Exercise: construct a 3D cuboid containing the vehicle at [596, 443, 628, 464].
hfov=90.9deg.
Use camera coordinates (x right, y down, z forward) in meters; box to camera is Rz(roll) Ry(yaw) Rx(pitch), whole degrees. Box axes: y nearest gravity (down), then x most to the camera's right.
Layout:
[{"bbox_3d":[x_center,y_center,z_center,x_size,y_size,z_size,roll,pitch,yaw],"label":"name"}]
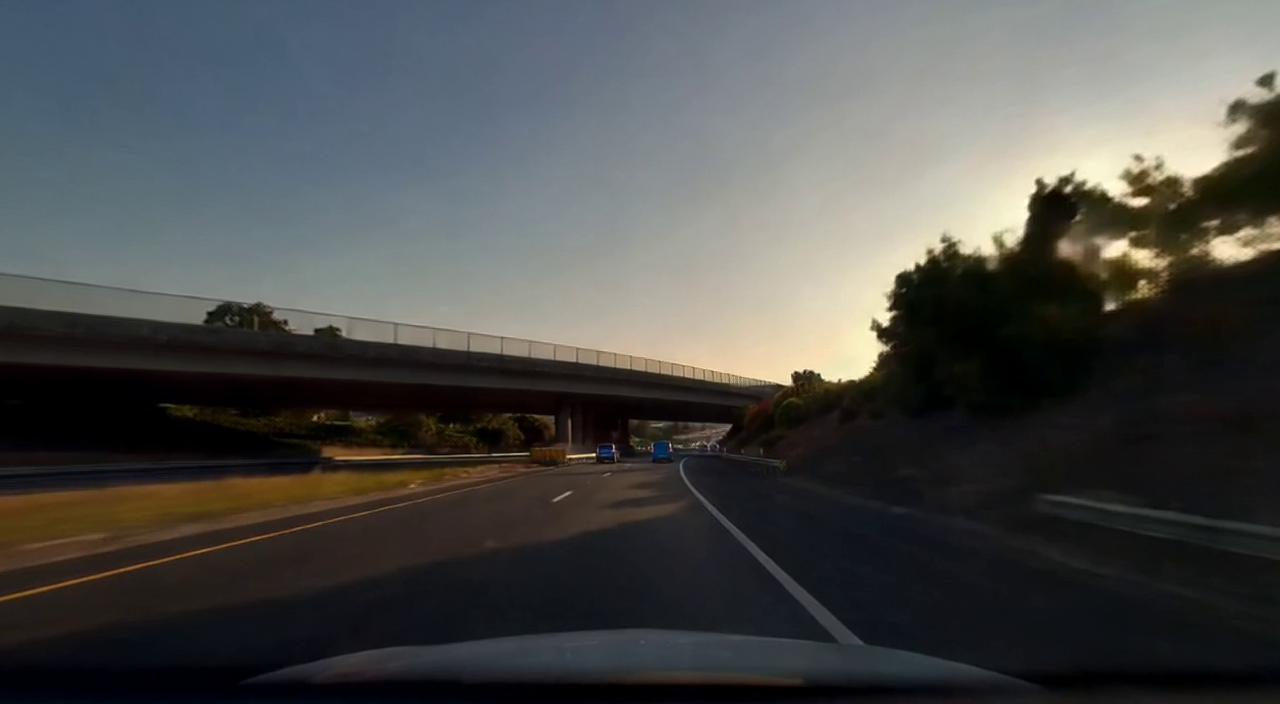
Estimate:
[{"bbox_3d":[-2.136,7.857,48.832,2.040,1.553,4.199,-1,-9,3],"label":"vehicle"}]
